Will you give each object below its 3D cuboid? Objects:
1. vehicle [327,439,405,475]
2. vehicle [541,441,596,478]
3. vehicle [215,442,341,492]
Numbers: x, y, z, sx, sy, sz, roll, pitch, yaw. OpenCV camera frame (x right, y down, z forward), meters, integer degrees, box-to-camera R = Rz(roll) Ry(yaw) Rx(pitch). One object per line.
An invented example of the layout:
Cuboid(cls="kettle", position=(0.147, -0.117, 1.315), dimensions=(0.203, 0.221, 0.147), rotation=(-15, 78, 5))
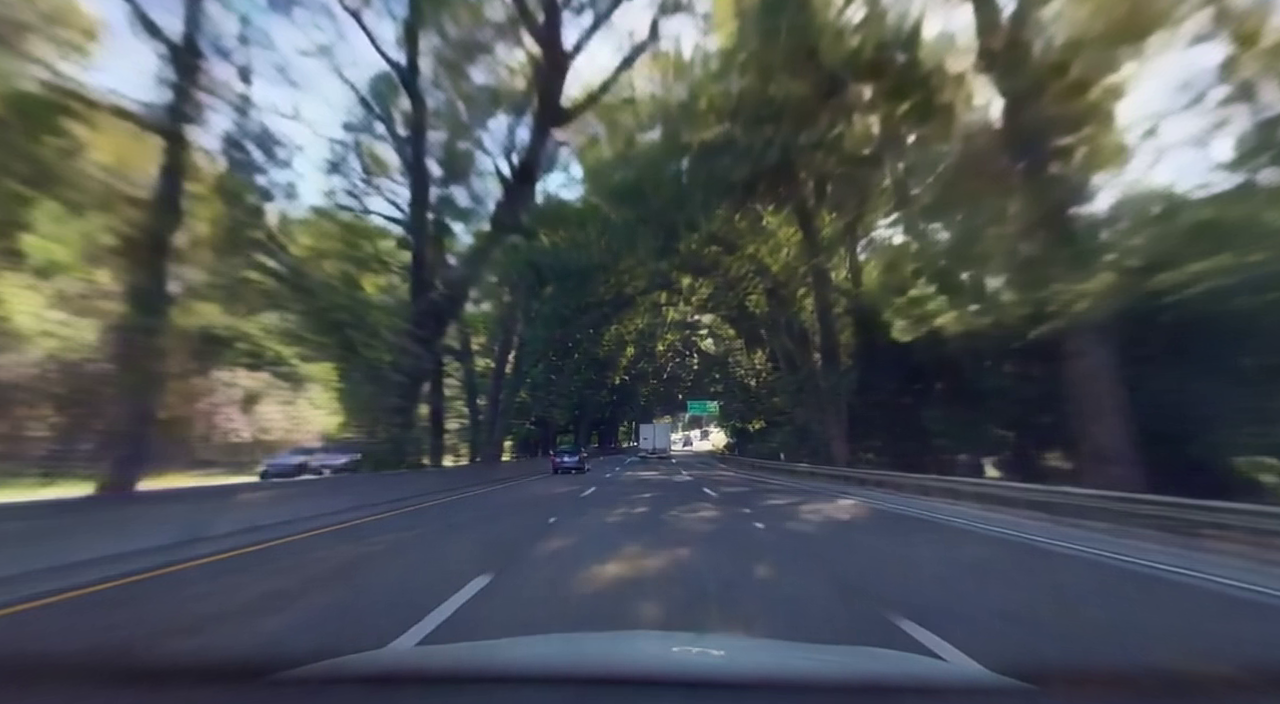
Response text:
Cuboid(cls="vehicle", position=(-16.120, 6.208, 37.497), dimensions=(2.092, 1.982, 5.339), rotation=(0, -9, 1))
Cuboid(cls="vehicle", position=(-3.329, 5.118, 30.200), dimensions=(2.057, 1.618, 4.212), rotation=(0, -9, 1))
Cuboid(cls="vehicle", position=(-12.609, 4.021, 22.345), dimensions=(1.926, 1.566, 4.142), rotation=(0, -9, 1))
